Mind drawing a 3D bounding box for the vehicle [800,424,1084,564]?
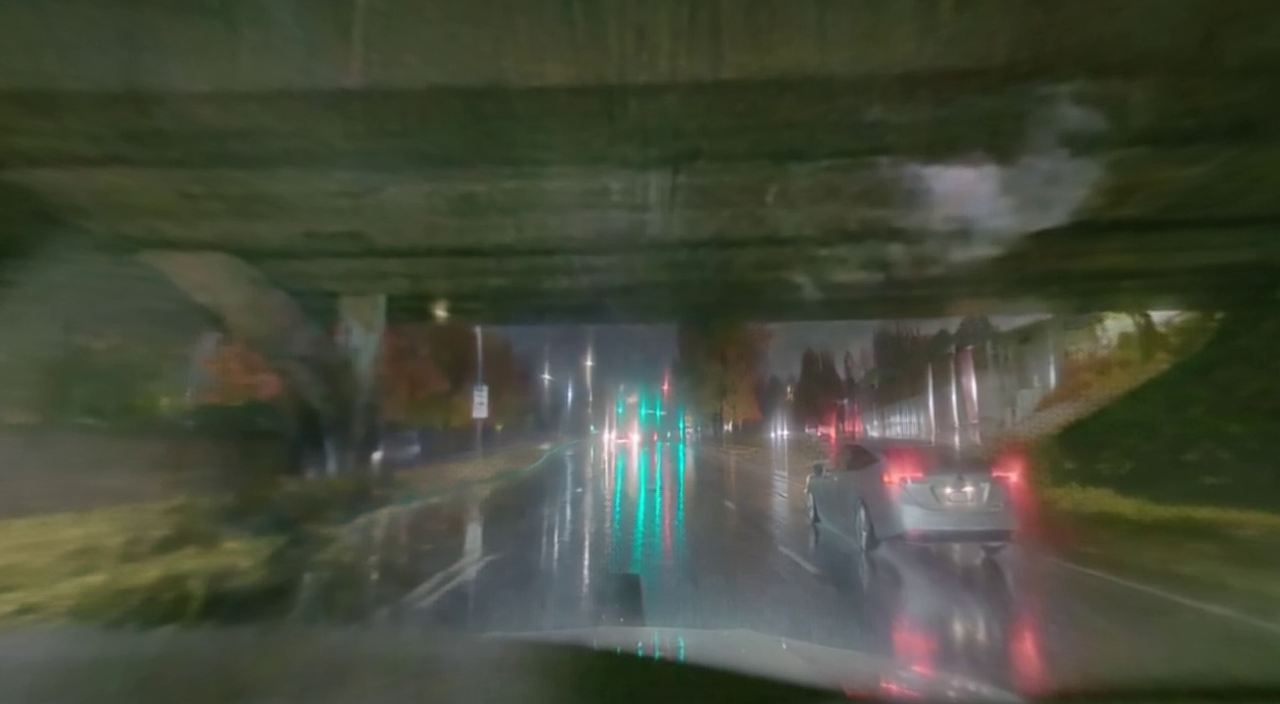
[{"bbox_3d":[3.939,1.927,9.303,2.063,1.542,4.420,-1,-9,1],"label":"vehicle"}]

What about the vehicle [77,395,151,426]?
[{"bbox_3d":[-39.063,4.448,46.947,2.058,1.936,5.826,2,-9,-18],"label":"vehicle"}]
